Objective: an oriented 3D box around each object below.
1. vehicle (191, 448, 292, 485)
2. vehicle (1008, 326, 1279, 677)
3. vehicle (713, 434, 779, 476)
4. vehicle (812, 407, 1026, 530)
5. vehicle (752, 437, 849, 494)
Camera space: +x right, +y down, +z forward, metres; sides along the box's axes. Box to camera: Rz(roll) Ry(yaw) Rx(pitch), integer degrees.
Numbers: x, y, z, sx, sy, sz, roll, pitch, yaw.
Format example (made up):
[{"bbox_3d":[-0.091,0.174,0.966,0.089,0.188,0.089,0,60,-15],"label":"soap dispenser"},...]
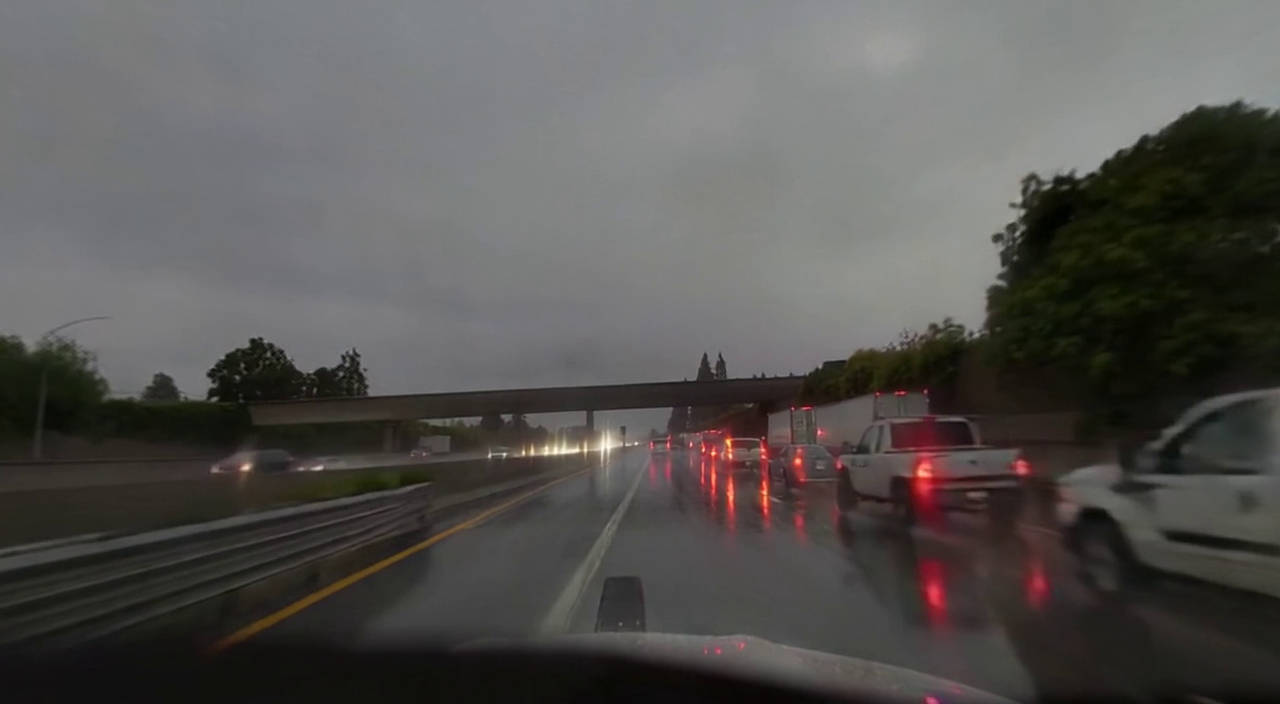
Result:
[{"bbox_3d":[-19.695,5.624,31.497,1.953,1.680,4.506,0,-8,2],"label":"vehicle"},{"bbox_3d":[4.714,0.859,3.658,2.191,1.963,5.001,0,-8,1],"label":"vehicle"},{"bbox_3d":[4.924,4.874,30.147,2.201,1.804,4.801,0,-8,-1],"label":"vehicle"},{"bbox_3d":[5.047,2.189,12.401,1.991,1.921,4.879,0,-8,1],"label":"vehicle"},{"bbox_3d":[4.737,3.390,19.246,1.950,1.529,3.884,0,-8,1],"label":"vehicle"}]
